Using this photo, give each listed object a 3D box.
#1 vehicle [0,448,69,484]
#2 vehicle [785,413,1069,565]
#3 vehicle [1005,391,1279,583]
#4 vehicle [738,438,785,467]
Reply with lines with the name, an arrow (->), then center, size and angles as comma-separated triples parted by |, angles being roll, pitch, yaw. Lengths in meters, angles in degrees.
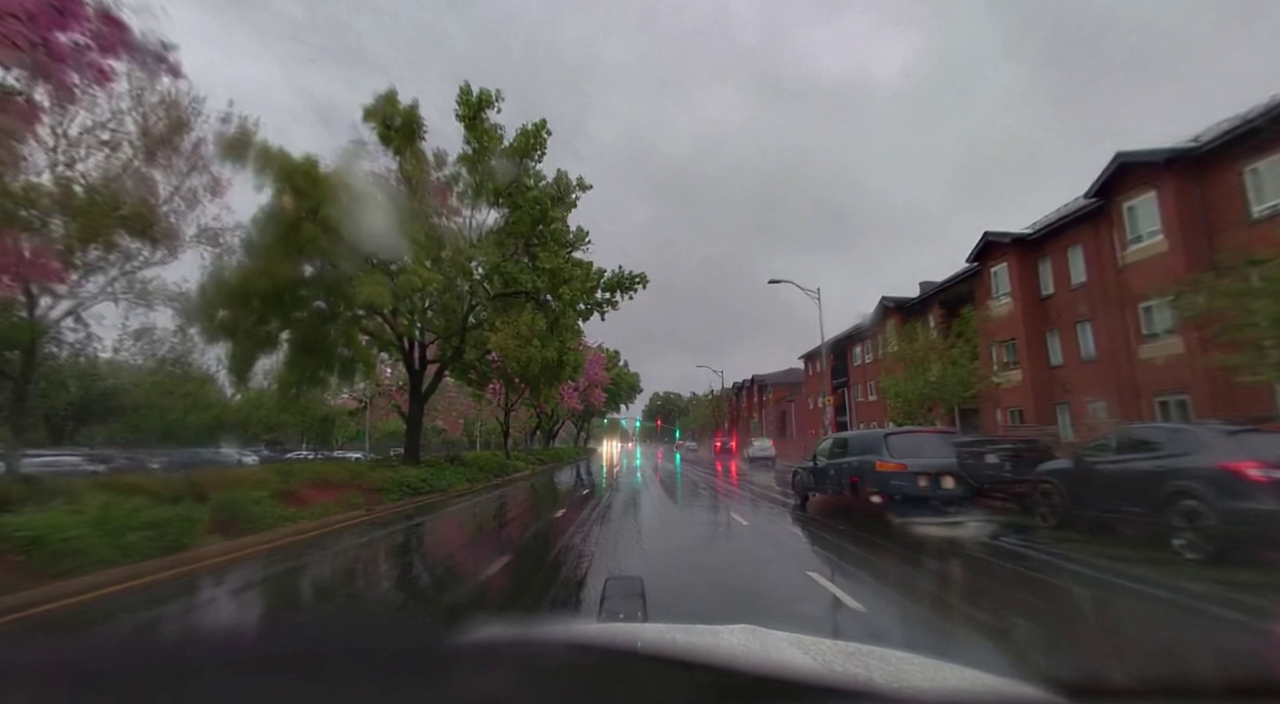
vehicle -> -34.436, 6.128, 34.074 | 5.150, 1.807, 2.283 | -1, -8, 5
vehicle -> 3.528, 1.770, 8.912 | 1.984, 1.580, 4.413 | 0, -8, 1
vehicle -> 7.221, 1.601, 8.147 | 2.118, 1.817, 4.858 | 0, -8, 1
vehicle -> 7.263, 6.038, 38.199 | 1.940, 1.647, 4.309 | 0, -8, -1
